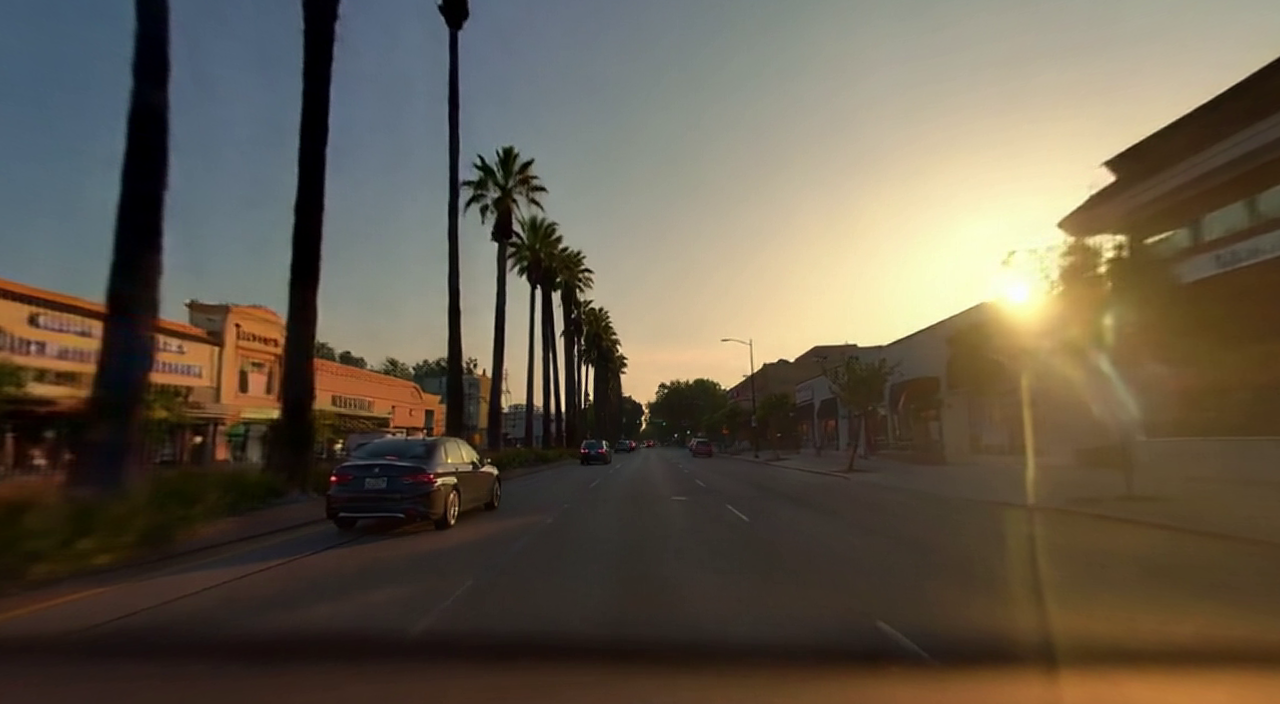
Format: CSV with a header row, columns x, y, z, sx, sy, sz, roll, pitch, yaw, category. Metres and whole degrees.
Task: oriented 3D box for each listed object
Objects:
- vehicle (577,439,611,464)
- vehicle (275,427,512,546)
x,y,z,sx,sy,sz,roll,pitch,yaw,category
-3.201,7.015,44.525,2.024,1.636,4.121,0,-8,1,vehicle
-3.653,2.072,10.422,2.032,1.511,4.424,-1,-8,2,vehicle
